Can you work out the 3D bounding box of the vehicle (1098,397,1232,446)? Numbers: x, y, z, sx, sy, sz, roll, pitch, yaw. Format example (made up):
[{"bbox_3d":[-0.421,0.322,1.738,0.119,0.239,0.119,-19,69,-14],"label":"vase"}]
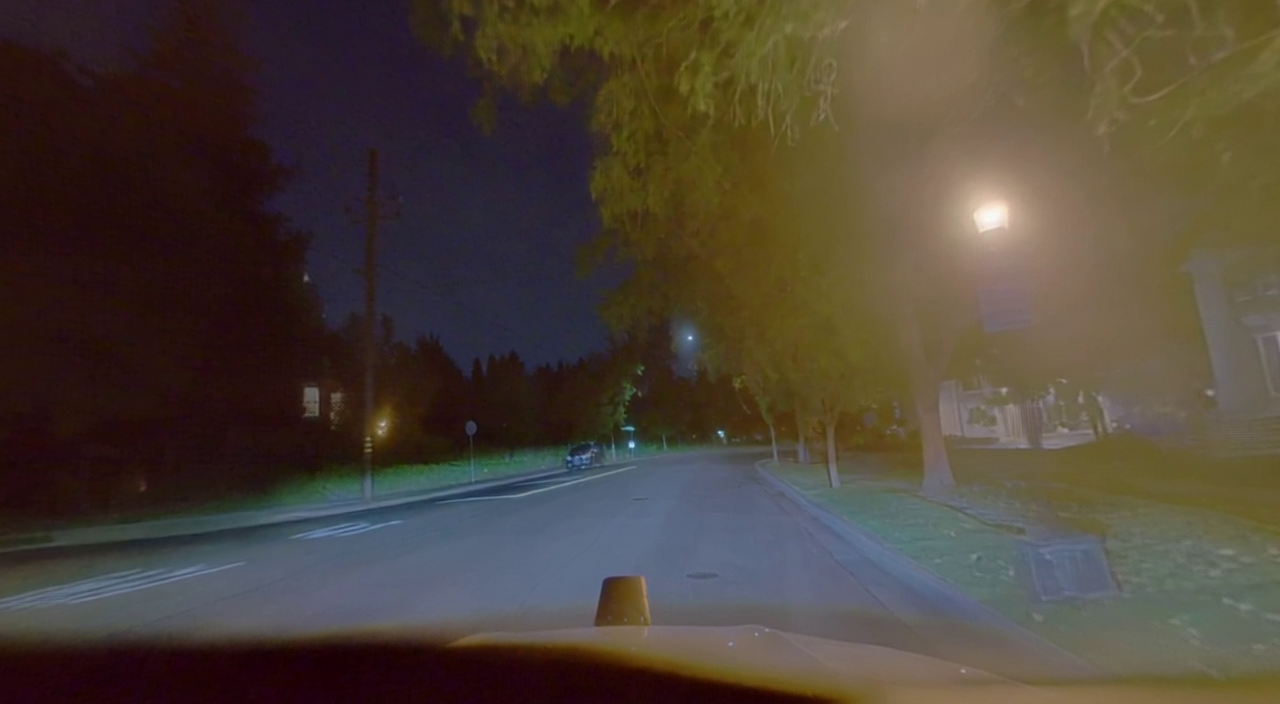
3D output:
[{"bbox_3d":[18.956,2.620,23.080,1.806,1.481,4.671,-6,-10,14],"label":"vehicle"}]
